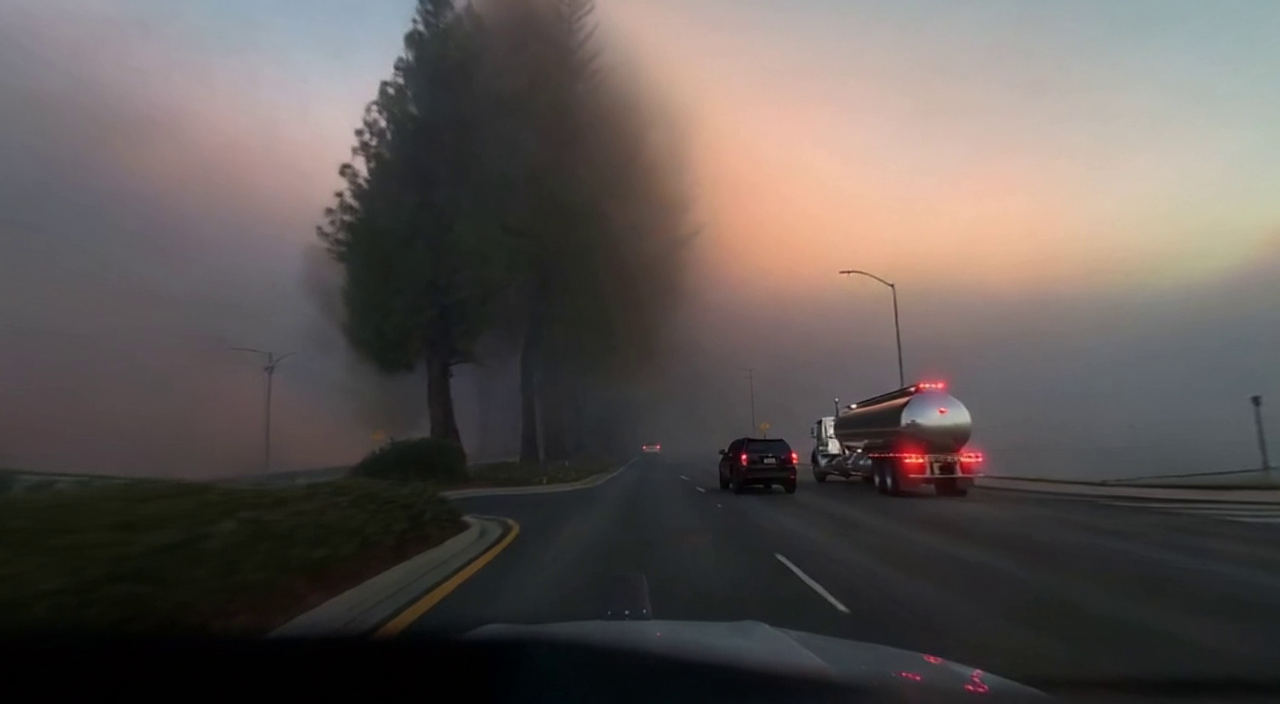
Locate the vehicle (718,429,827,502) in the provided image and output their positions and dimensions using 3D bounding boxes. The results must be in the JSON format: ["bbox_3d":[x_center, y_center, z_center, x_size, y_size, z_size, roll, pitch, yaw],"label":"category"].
[{"bbox_3d":[3.519,3.107,17.668,2.045,1.729,4.532,0,-8,0],"label":"vehicle"}]

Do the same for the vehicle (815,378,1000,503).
[{"bbox_3d":[7.759,2.736,19.428,2.849,3.207,6.275,0,-8,0],"label":"vehicle"}]
